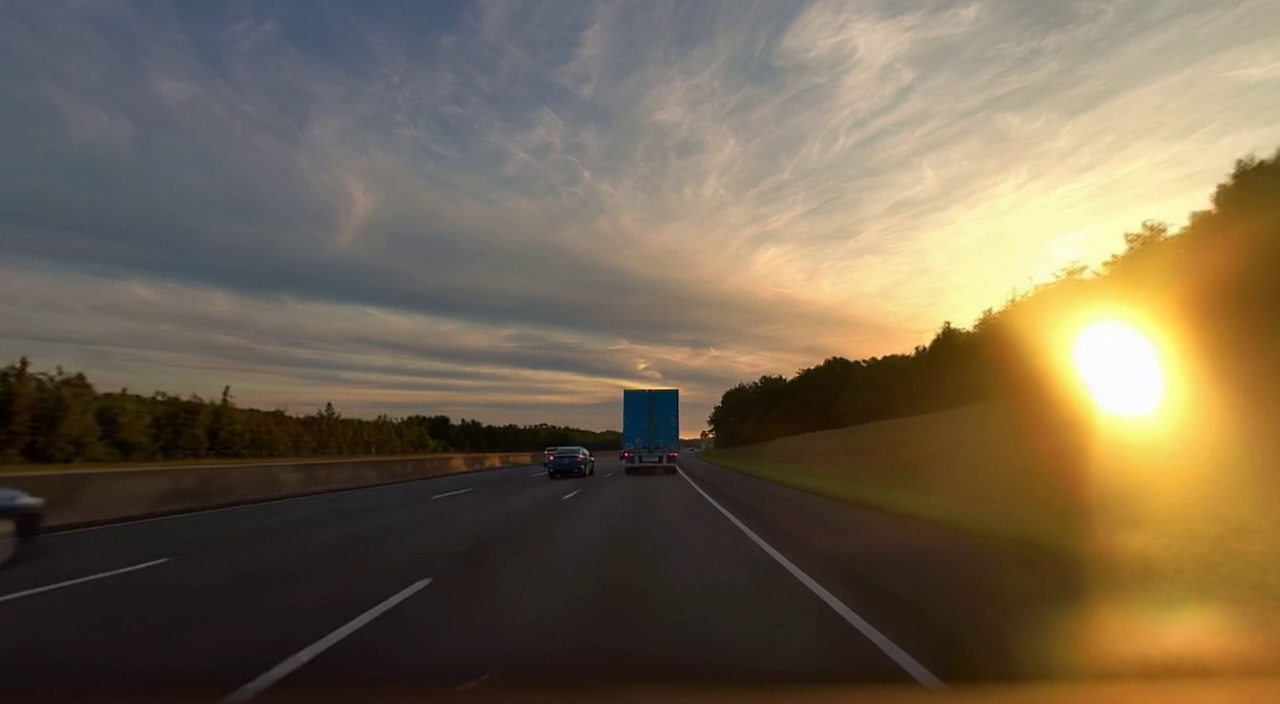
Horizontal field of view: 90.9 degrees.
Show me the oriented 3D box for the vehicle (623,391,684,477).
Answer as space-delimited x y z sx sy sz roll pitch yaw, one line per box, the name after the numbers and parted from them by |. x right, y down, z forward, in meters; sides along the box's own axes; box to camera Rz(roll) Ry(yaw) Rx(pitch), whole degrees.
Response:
0.712 5.002 37.968 2.851 4.098 14.436 -2 -8 0 | vehicle

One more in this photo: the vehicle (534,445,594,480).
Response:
-3.372 5.005 28.736 2.092 1.465 4.448 0 -9 1 | vehicle
